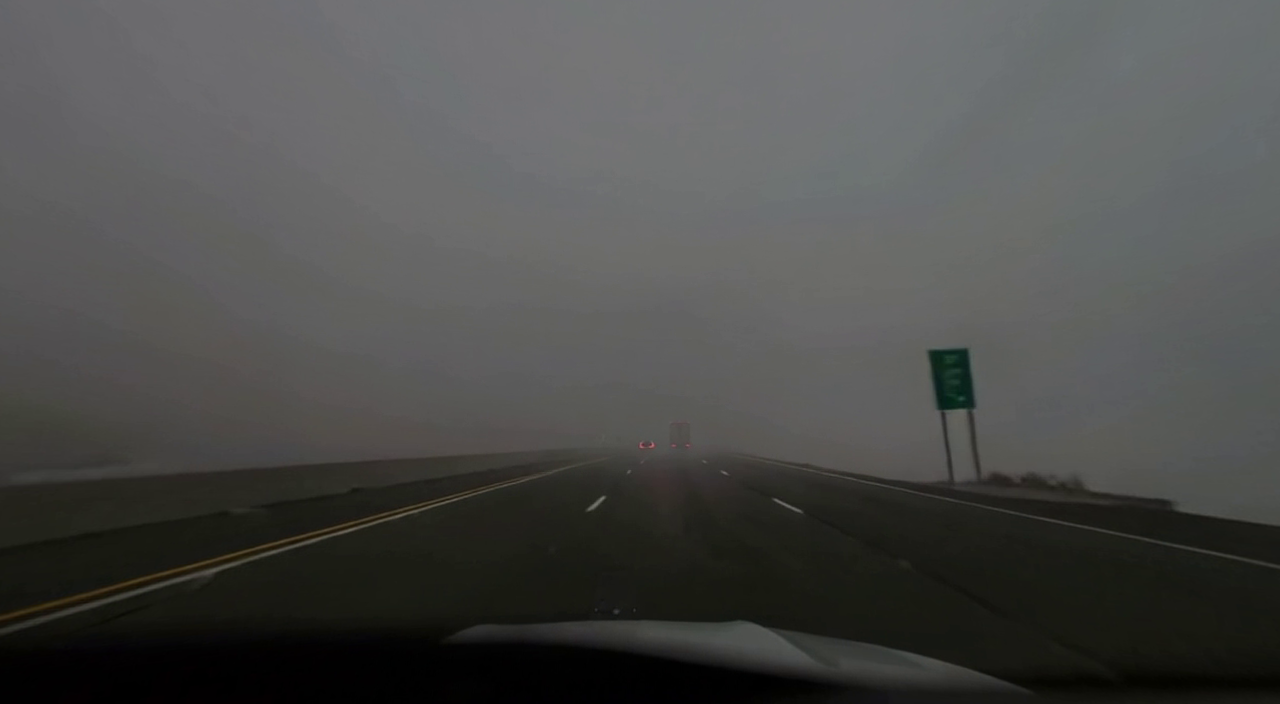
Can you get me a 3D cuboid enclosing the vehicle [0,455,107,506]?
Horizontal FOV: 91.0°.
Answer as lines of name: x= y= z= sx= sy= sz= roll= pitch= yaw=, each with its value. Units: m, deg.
vehicle: x=-21.853 y=4.490 z=22.271 sx=1.916 sy=1.564 sz=4.494 roll=-1 pitch=-8 yaw=2
